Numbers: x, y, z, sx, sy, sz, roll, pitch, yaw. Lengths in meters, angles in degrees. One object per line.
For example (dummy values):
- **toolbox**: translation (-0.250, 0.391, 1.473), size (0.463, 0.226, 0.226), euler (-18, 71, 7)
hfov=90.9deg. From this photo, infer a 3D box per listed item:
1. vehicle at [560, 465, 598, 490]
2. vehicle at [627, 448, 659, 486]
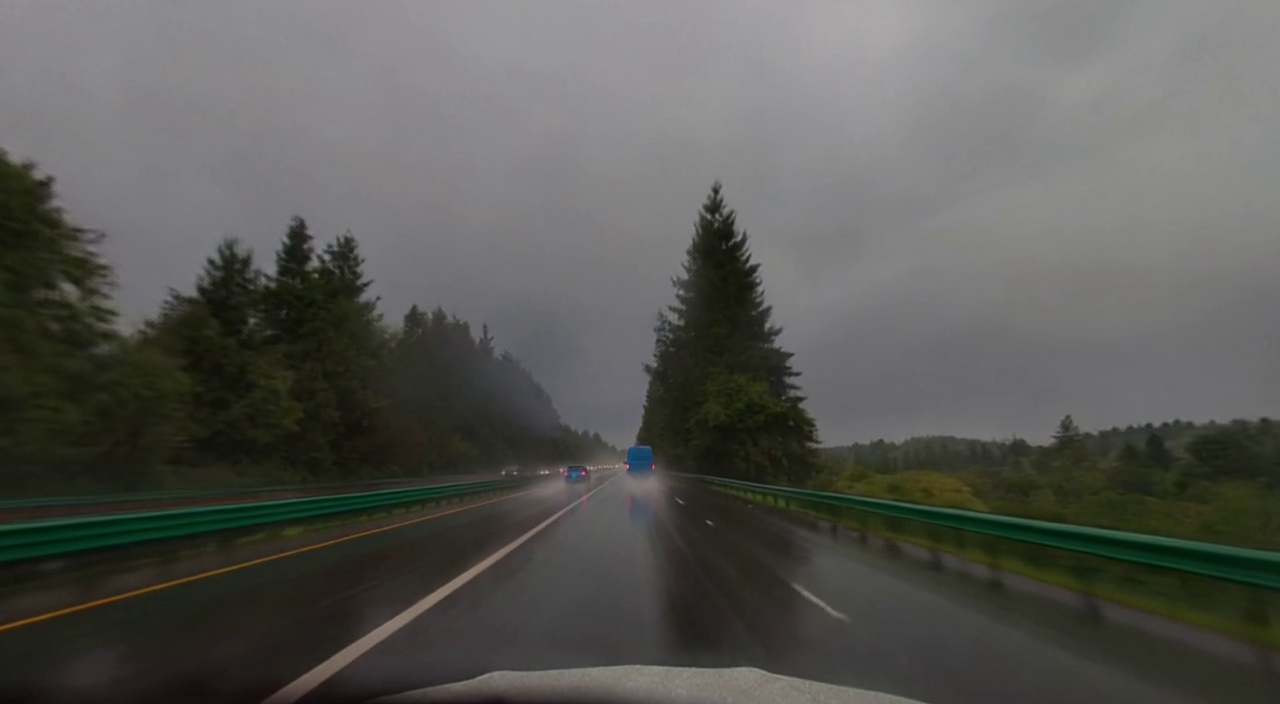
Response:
- **vehicle**: translation (-3.826, 7.935, 40.006), size (2.038, 1.490, 4.391), euler (1, -11, -1)
- **vehicle**: translation (0.179, 9.096, 49.669), size (2.382, 2.752, 5.333), euler (1, -11, -1)
